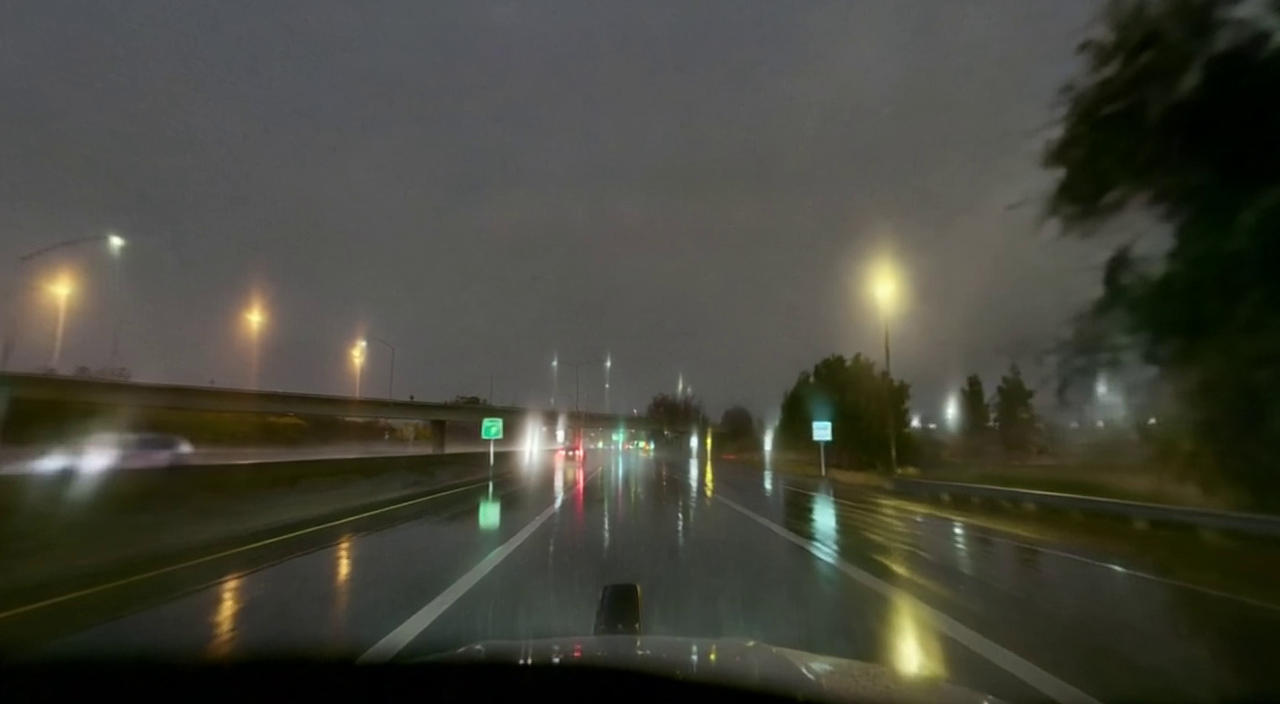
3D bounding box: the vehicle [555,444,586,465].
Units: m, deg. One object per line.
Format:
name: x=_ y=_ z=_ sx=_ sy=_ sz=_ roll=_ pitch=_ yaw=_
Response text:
vehicle: x=-5.328 y=7.931 z=48.426 sx=2.008 sy=1.521 sz=4.129 roll=0 pitch=-9 yaw=-1
